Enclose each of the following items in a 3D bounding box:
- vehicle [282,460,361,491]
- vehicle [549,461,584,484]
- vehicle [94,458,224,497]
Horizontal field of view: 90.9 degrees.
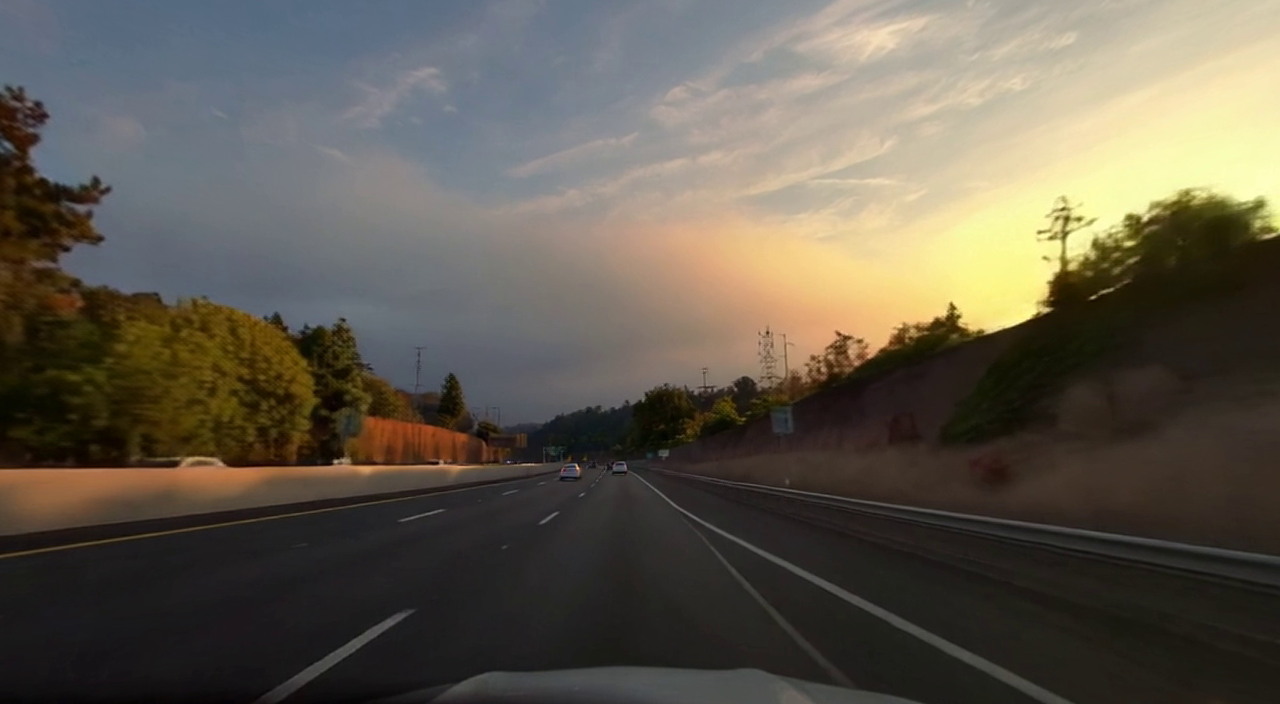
[{"bbox_3d":[-16.714,6.528,33.325,1.839,1.478,4.496,1,-11,-1],"label":"vehicle"},{"bbox_3d":[-5.304,8.770,45.855,2.039,1.605,4.365,1,-11,-1],"label":"vehicle"},{"bbox_3d":[-20.301,5.323,26.871,2.038,1.507,4.425,1,-11,0],"label":"vehicle"}]
